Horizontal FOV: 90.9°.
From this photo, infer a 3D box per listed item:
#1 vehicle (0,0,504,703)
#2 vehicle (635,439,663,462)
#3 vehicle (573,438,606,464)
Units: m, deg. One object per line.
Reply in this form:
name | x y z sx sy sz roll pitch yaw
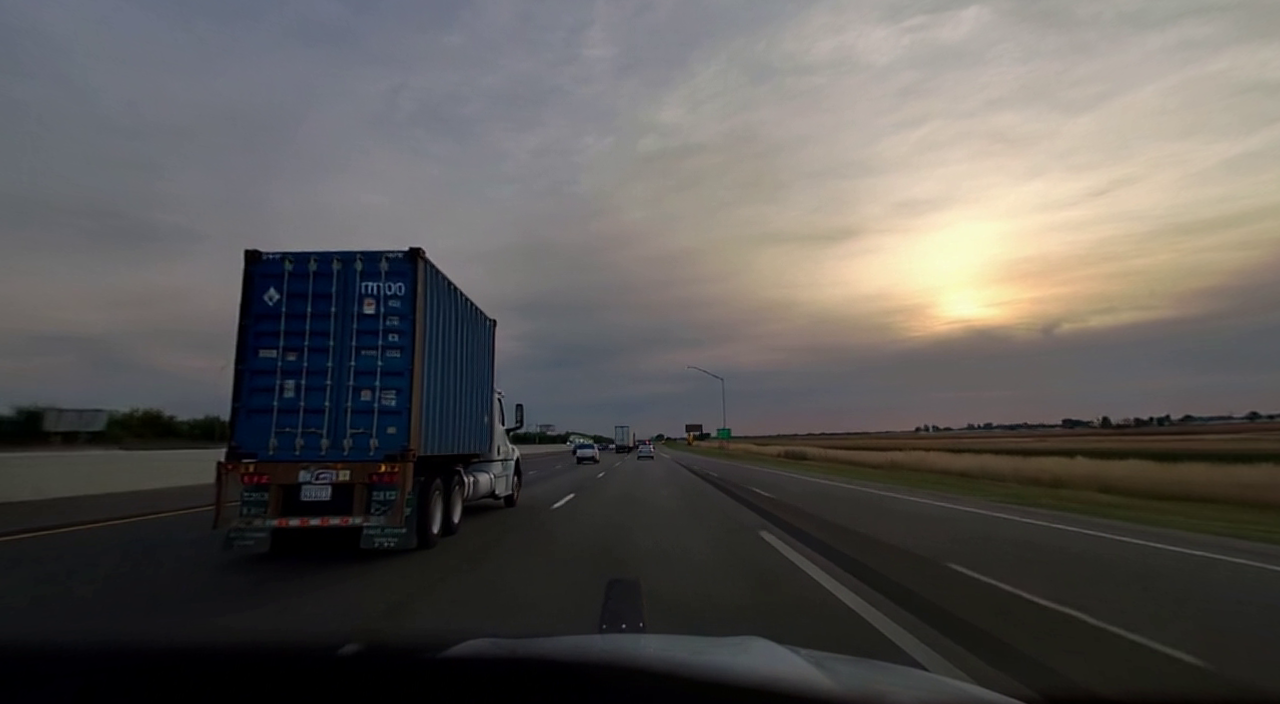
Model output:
vehicle | -3.969 -0.034 4.111 2.840 4.032 13.388 0 -8 2
vehicle | 0.677 7.761 49.785 2.136 1.718 4.157 0 -8 0
vehicle | -3.556 7.082 45.339 1.995 1.745 4.187 0 -8 1
